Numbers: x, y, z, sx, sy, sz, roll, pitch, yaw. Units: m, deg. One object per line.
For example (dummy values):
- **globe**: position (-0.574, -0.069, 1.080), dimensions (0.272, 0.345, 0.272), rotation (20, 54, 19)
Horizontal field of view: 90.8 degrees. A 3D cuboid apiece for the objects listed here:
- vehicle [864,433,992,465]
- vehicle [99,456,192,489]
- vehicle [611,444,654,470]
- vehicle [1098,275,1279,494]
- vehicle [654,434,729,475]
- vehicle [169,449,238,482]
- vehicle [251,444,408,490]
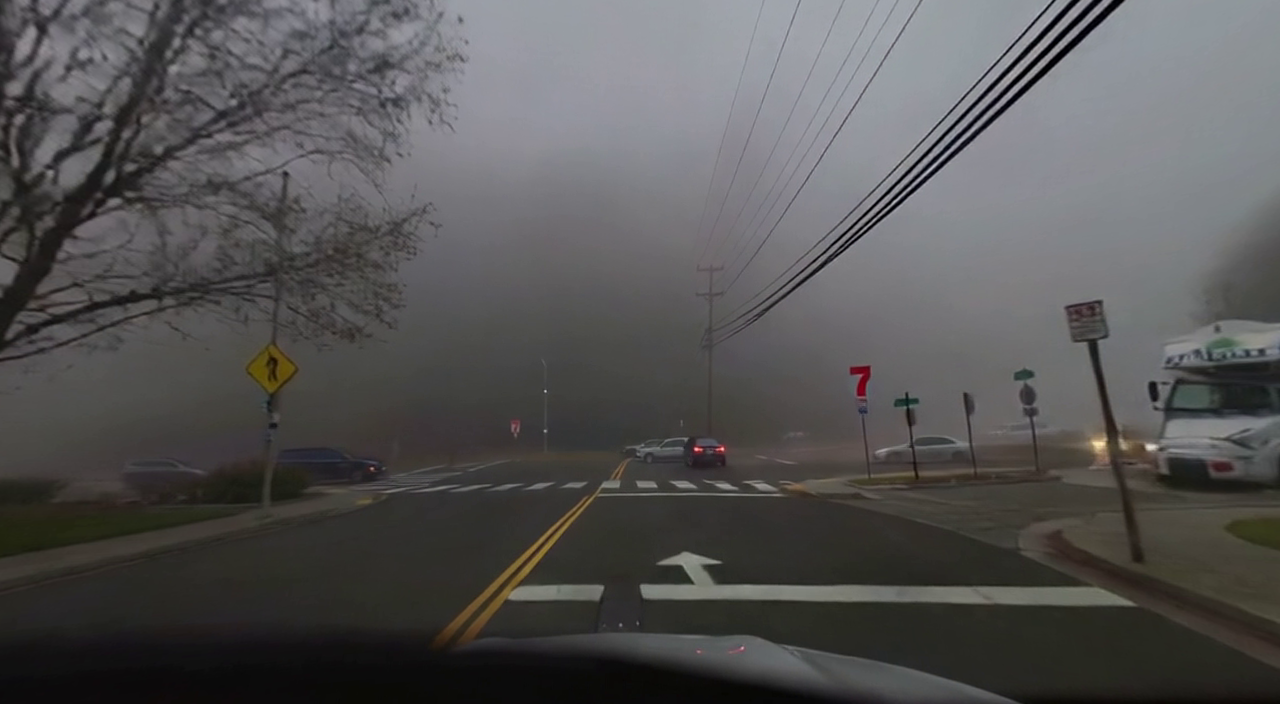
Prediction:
- **vehicle**: position (13.023, 4.419, 28.803), dimensions (4.872, 1.400, 1.955), rotation (-1, -9, 3)
- **vehicle**: position (-29.251, 7.108, 37.619), dimensions (2.085, 1.763, 4.658), rotation (1, -9, -6)
- **vehicle**: position (-0.519, 6.166, 37.453), dimensions (1.874, 1.427, 3.976), rotation (1, -9, -11)
- **vehicle**: position (15.125, 0.749, 12.461), dimensions (9.897, 3.821, 2.789), rotation (0, -8, -1)
- **vehicle**: position (2.476, 5.200, 32.231), dimensions (2.553, 1.868, 5.536), rotation (1, -9, -9)
- **vehicle**: position (-30.339, 7.854, 44.088), dimensions (2.087, 2.103, 4.490), rotation (0, -9, -9)
- **vehicle**: position (-13.843, 5.127, 28.523), dimensions (5.866, 1.904, 2.197), rotation (1, -9, -6)
